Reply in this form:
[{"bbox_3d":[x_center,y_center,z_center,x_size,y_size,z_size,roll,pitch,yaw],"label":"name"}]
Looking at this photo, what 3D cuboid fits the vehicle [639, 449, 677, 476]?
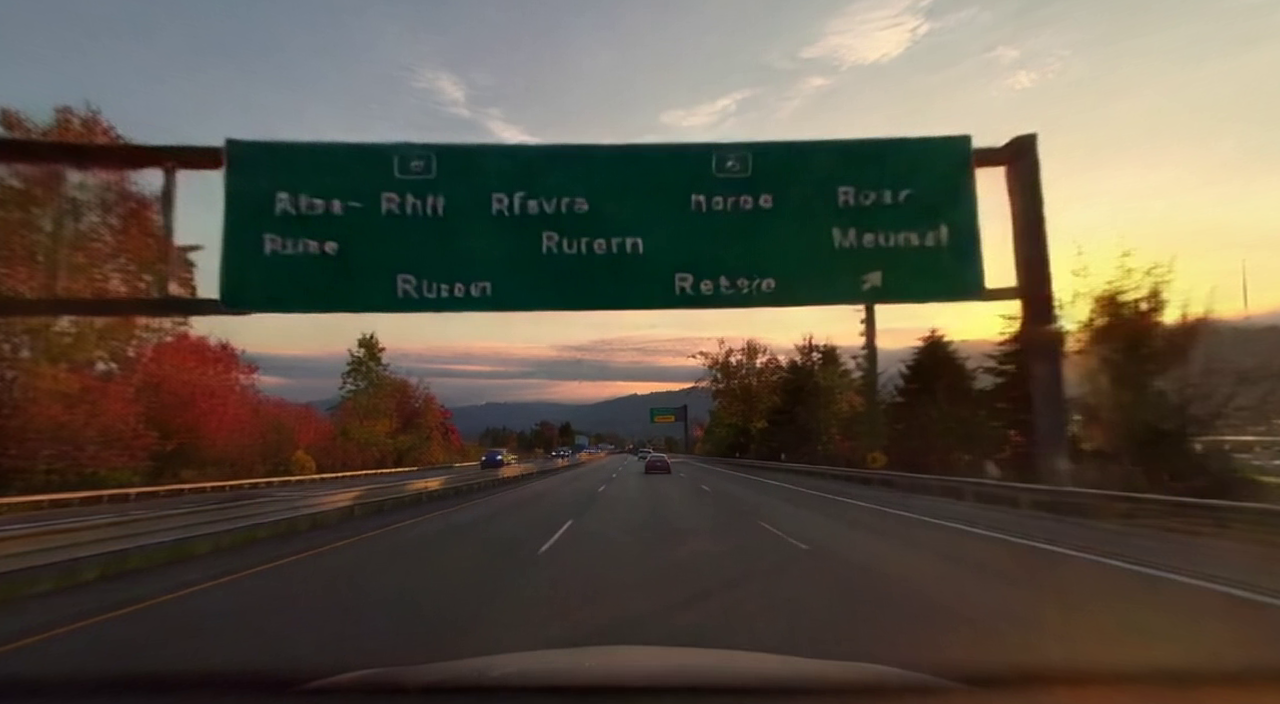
[{"bbox_3d":[0.985,6.396,36.643,2.036,1.457,3.471,0,-9,-1],"label":"vehicle"}]
